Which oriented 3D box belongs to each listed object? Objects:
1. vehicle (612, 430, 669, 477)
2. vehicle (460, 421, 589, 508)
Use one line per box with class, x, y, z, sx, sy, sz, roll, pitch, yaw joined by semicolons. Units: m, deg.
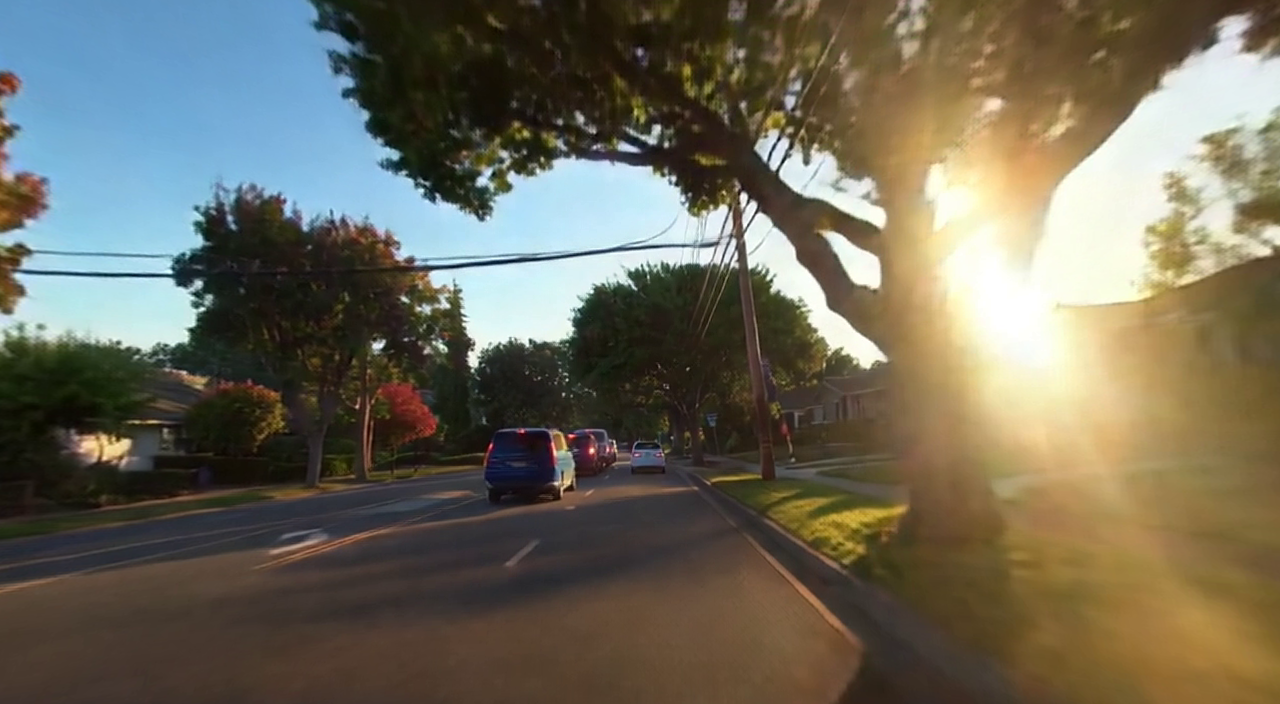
vehicle;-0.004;4.052;25.359;2.120;1.718;3.909;0;-9;-1
vehicle;-2.543;2.639;15.168;2.157;1.765;4.303;0;-9;2
